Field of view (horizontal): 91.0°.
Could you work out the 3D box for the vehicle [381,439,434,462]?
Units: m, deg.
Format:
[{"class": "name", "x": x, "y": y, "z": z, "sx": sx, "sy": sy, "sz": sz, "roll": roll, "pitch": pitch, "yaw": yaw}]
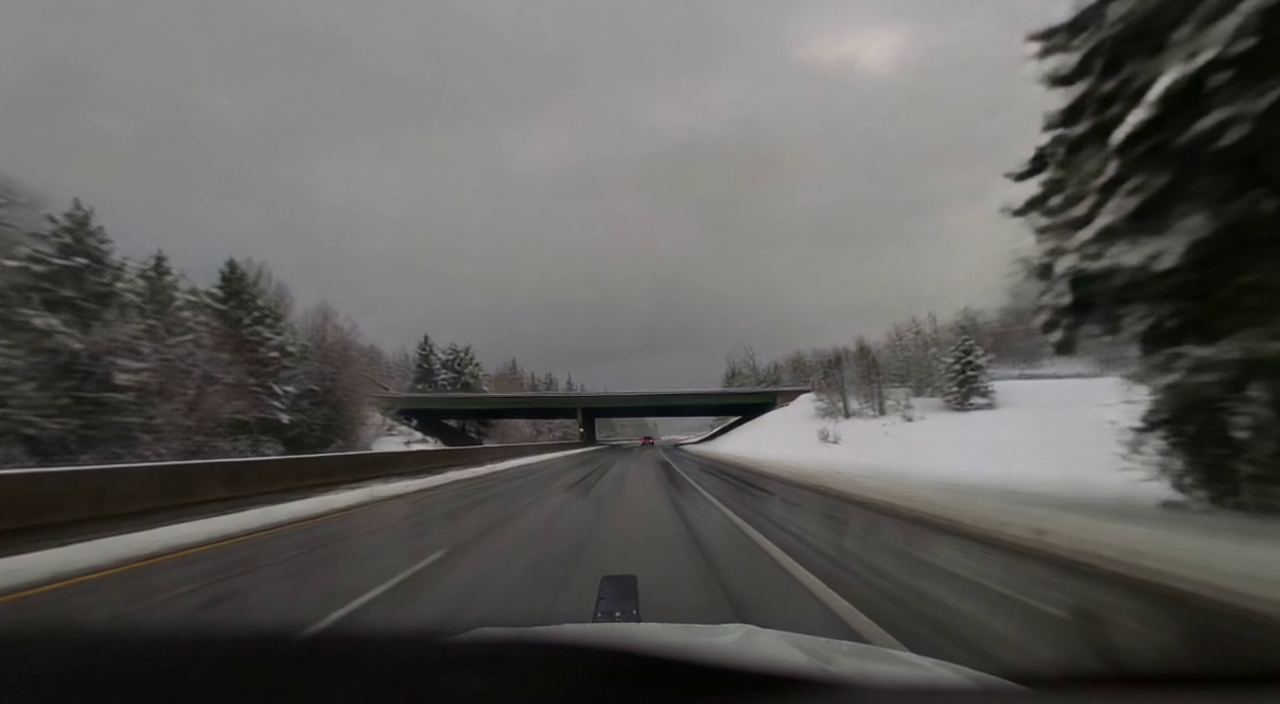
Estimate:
[{"class": "vehicle", "x": -15.913, "y": 6.718, "z": 43.252, "sx": 1.838, "sy": 1.467, "sz": 4.576, "roll": -1, "pitch": -8, "yaw": 1}]
